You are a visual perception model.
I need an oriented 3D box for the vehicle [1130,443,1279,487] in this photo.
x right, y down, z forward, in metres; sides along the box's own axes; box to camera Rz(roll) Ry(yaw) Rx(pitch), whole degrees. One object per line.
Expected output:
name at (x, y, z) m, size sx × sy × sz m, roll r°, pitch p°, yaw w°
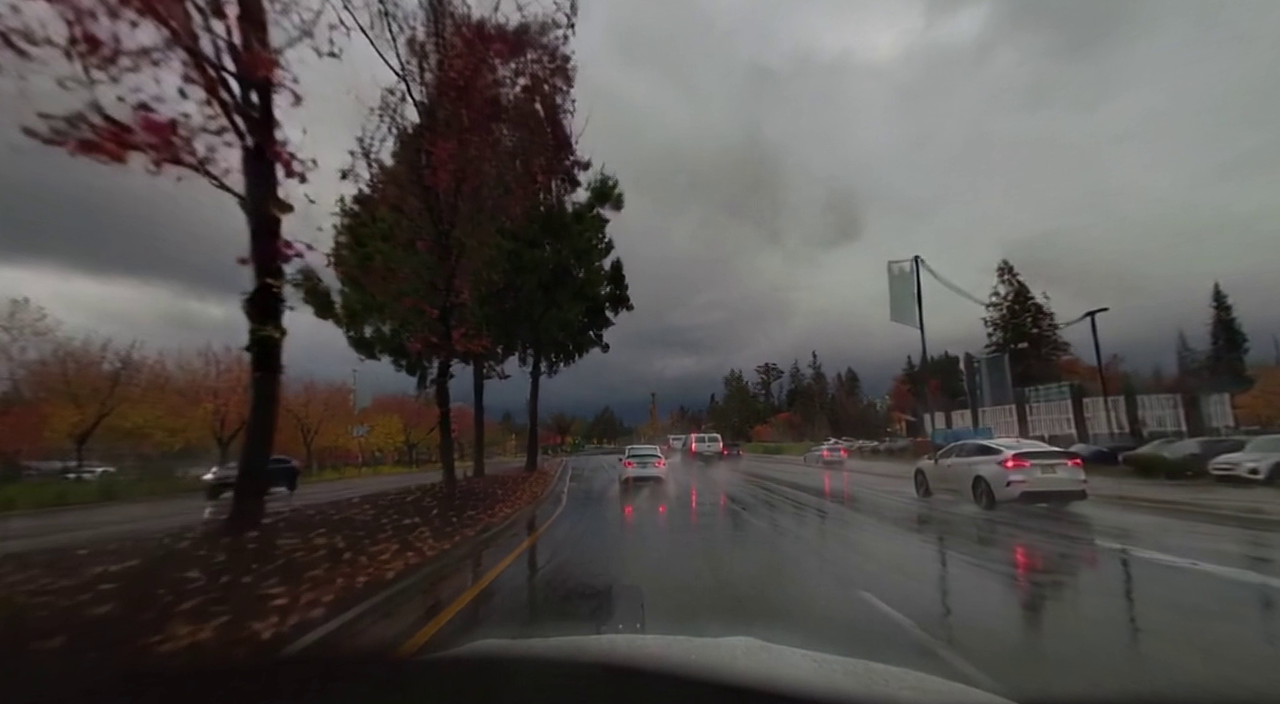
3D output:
vehicle at (21.105, 4.084, 23.203) m, size 2.307 × 1.446 × 4.863 m, roll 0°, pitch -9°, yaw -1°

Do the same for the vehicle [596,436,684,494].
vehicle at (-0.008, 3.282, 18.705) m, size 2.289 × 1.471 × 4.477 m, roll 0°, pitch -9°, yaw 0°

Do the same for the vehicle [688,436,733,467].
vehicle at (4.138, 5.930, 37.816) m, size 2.188 × 1.760 × 4.297 m, roll 0°, pitch -9°, yaw -1°

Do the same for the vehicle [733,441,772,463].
vehicle at (7.947, 7.116, 45.042) m, size 2.061 × 1.460 × 3.948 m, roll 0°, pitch -9°, yaw 0°

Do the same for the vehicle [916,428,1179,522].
vehicle at (7.642, 2.344, 12.606) m, size 2.111 × 1.493 × 4.639 m, roll 0°, pitch -9°, yaw -1°

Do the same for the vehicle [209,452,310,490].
vehicle at (-20.022, 6.258, 33.571) m, size 2.277 × 1.777 × 4.993 m, roll 0°, pitch -9°, yaw 0°
